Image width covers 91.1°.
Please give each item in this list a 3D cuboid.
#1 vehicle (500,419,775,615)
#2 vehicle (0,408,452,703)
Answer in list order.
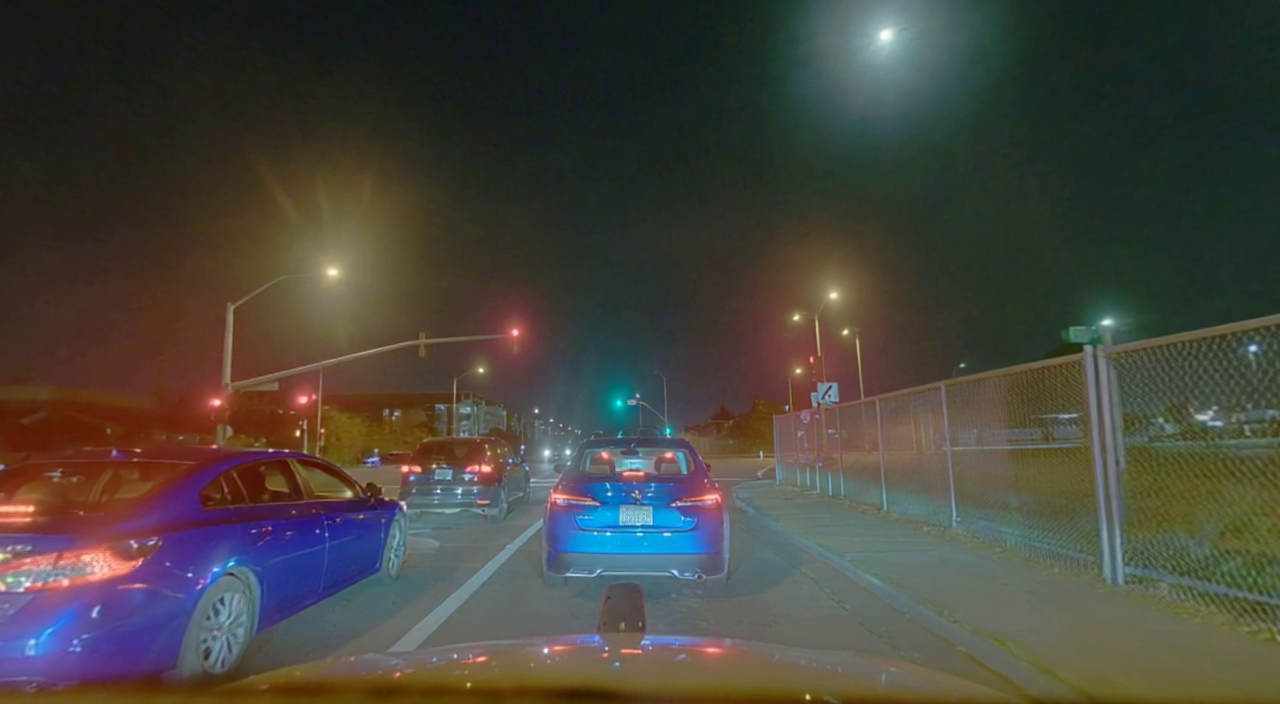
[{"bbox_3d":[-0.016,1.600,7.008,2.144,1.514,4.063,0,-9,0],"label":"vehicle"},{"bbox_3d":[-3.211,1.321,4.876,1.971,1.488,4.581,0,-9,1],"label":"vehicle"}]
